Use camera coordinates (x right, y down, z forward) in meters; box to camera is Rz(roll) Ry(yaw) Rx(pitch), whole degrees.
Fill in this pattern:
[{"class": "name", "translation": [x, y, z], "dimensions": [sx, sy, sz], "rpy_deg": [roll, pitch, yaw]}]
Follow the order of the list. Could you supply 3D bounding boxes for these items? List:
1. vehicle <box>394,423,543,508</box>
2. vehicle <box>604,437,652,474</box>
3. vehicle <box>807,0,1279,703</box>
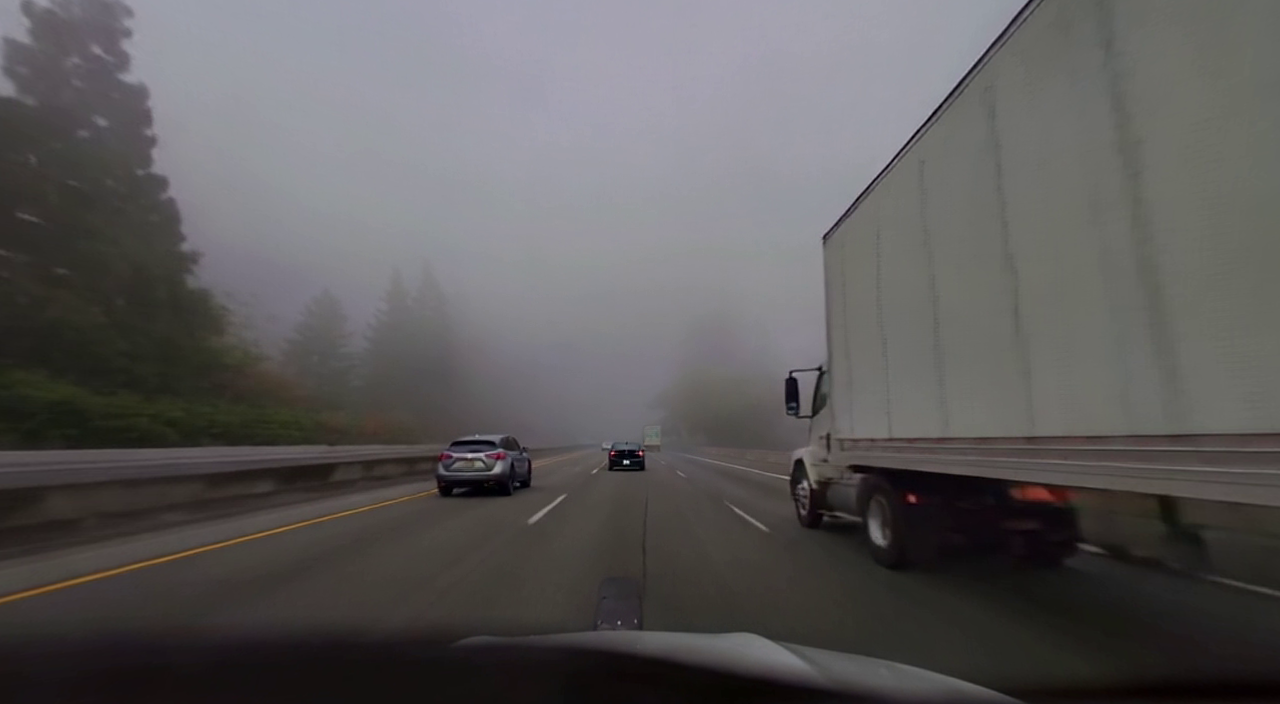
[{"class": "vehicle", "translation": [-3.876, 2.656, 15.234], "dimensions": [2.264, 1.699, 4.648], "rpy_deg": [0, -8, 0]}, {"class": "vehicle", "translation": [-0.539, 4.768, 29.146], "dimensions": [2.048, 1.563, 4.087], "rpy_deg": [0, -8, -1]}, {"class": "vehicle", "translation": [3.957, -0.453, 1.940], "dimensions": [2.946, 4.111, 14.652], "rpy_deg": [0, -8, 0]}]
